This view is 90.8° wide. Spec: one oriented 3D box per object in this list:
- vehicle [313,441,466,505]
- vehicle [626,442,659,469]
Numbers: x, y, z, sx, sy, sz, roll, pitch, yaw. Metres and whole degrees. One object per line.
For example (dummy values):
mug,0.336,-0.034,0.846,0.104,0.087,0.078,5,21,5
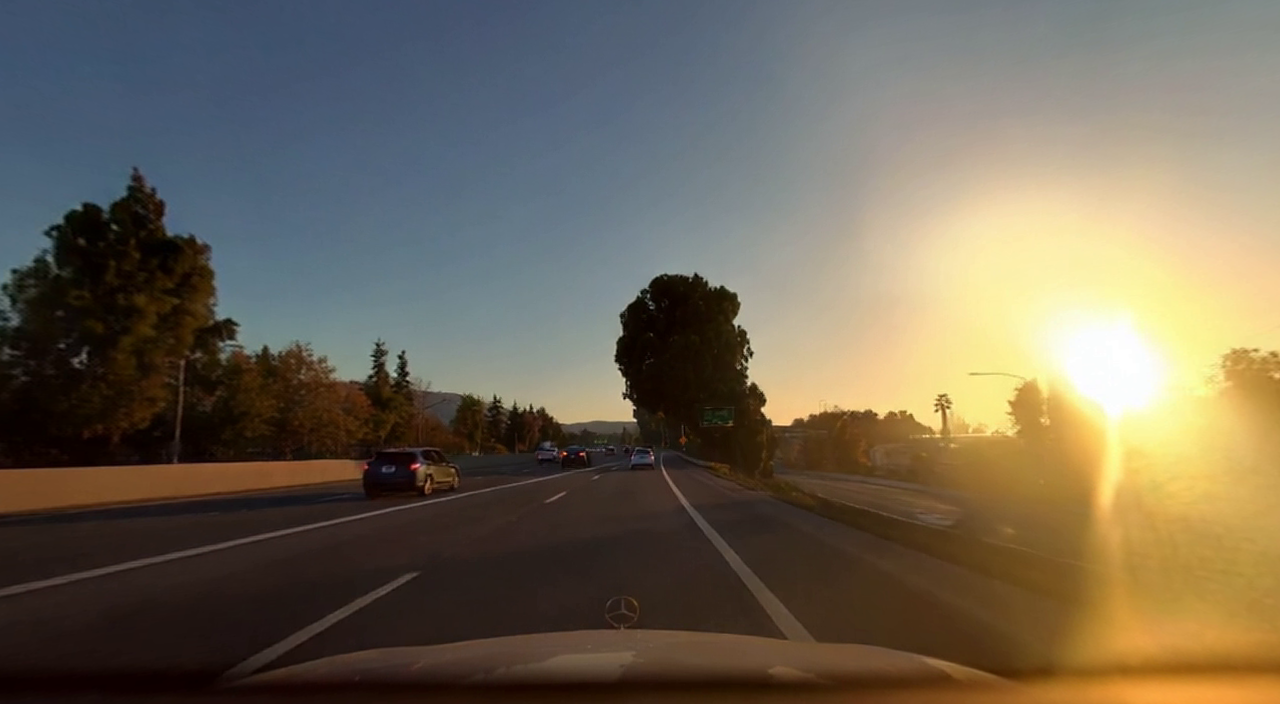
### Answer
vehicle,-6.881,3.357,18.119,2.102,1.562,4.884,-1,-8,4
vehicle,0.260,7.265,44.579,2.179,1.742,4.396,-1,-8,2
